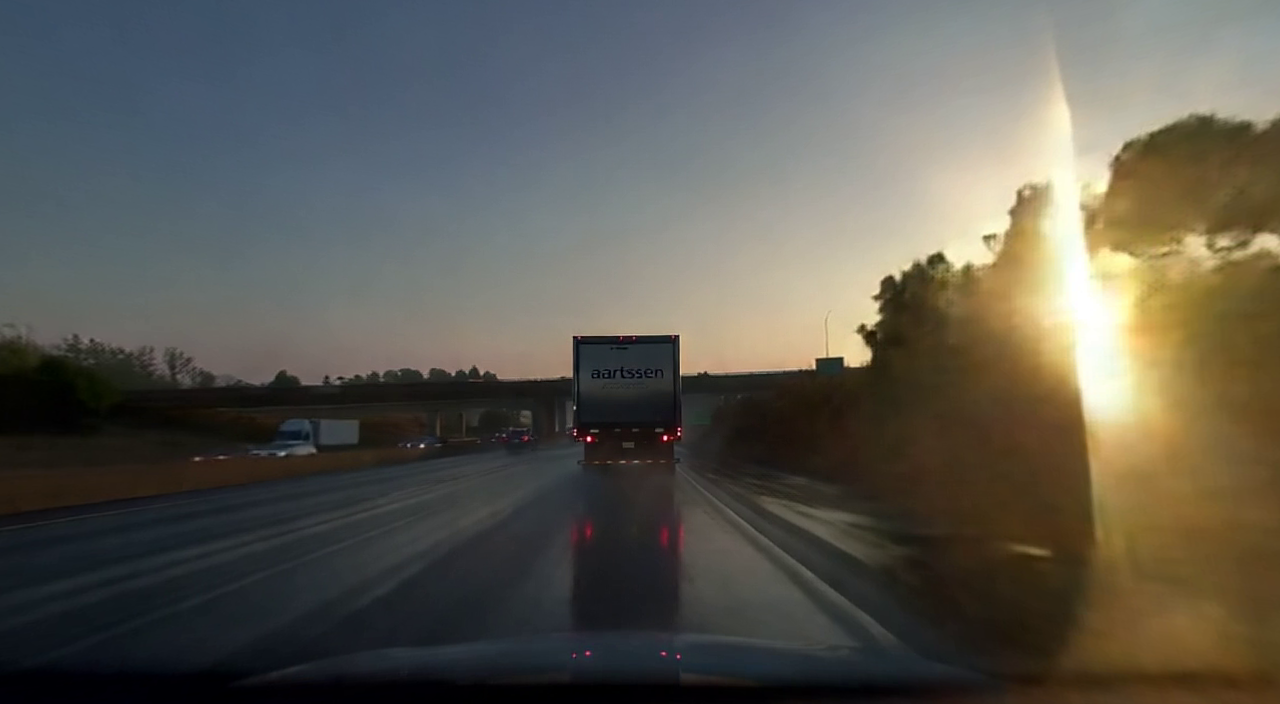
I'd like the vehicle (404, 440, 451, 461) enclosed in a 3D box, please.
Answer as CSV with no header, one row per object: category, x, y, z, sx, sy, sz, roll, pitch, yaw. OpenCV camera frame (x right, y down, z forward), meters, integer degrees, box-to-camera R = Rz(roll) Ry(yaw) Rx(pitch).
vehicle,-15.945,7.400,47.408,1.924,1.498,4.565,0,-8,1

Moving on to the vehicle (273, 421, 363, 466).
vehicle,-20.016,5.713,39.472,2.263,2.534,6.175,0,-8,1

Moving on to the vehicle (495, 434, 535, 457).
vehicle,-8.575,6.461,43.567,1.940,1.488,3.976,0,-8,0

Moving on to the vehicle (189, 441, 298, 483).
vehicle,-16.386,4.513,26.253,1.911,1.562,4.014,0,-8,0

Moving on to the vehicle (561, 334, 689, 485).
vehicle,-0.415,2.255,22.493,3.442,4.106,10.719,0,-8,0
